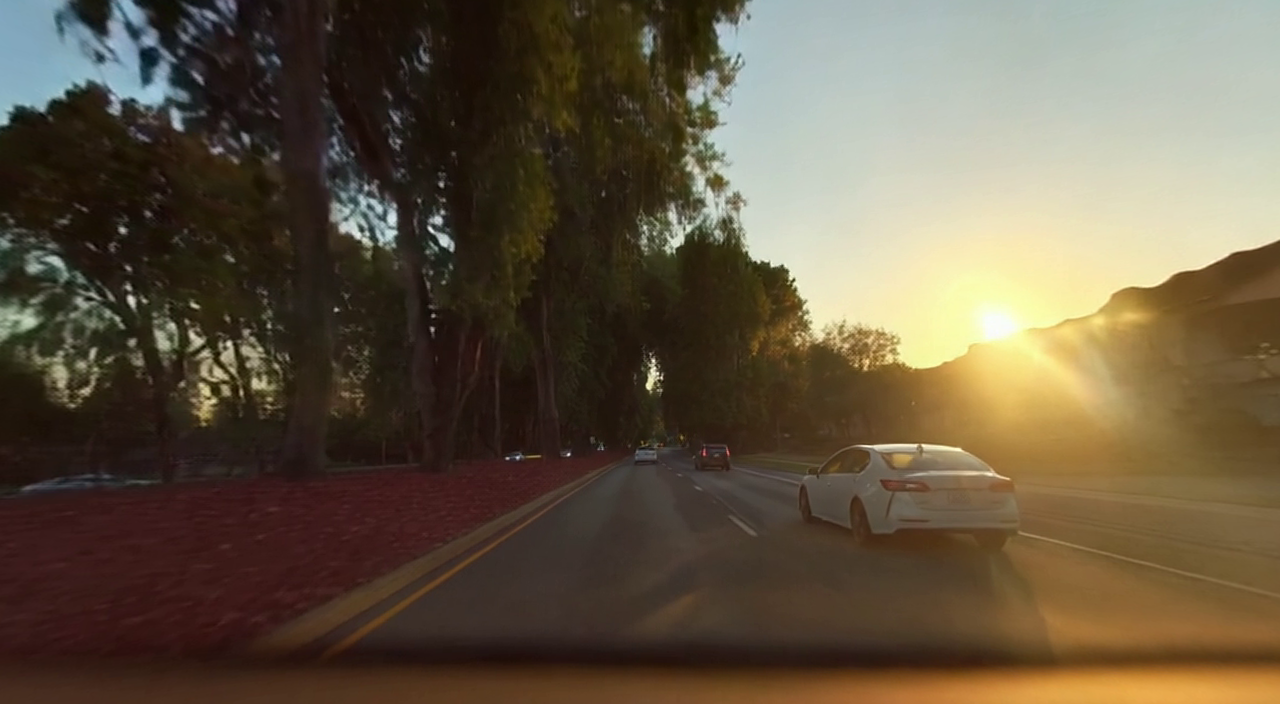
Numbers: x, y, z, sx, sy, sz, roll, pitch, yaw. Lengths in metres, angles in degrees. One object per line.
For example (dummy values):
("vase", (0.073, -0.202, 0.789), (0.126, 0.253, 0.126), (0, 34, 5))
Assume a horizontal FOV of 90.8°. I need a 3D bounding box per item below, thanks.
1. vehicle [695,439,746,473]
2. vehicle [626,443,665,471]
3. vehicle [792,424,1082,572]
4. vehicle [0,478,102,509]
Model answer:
("vehicle", (4.161, 5.457, 33.370), (2.074, 1.652, 4.340), (0, -9, 0))
("vehicle", (0.337, 5.872, 35.604), (2.082, 1.473, 4.028), (0, -8, 1))
("vehicle", (3.605, 1.842, 8.730), (1.985, 1.529, 4.147), (0, -8, 0))
("vehicle", (-31.640, 7.495, 33.617), (4.432, 1.484, 1.839), (-1, -9, 4))
